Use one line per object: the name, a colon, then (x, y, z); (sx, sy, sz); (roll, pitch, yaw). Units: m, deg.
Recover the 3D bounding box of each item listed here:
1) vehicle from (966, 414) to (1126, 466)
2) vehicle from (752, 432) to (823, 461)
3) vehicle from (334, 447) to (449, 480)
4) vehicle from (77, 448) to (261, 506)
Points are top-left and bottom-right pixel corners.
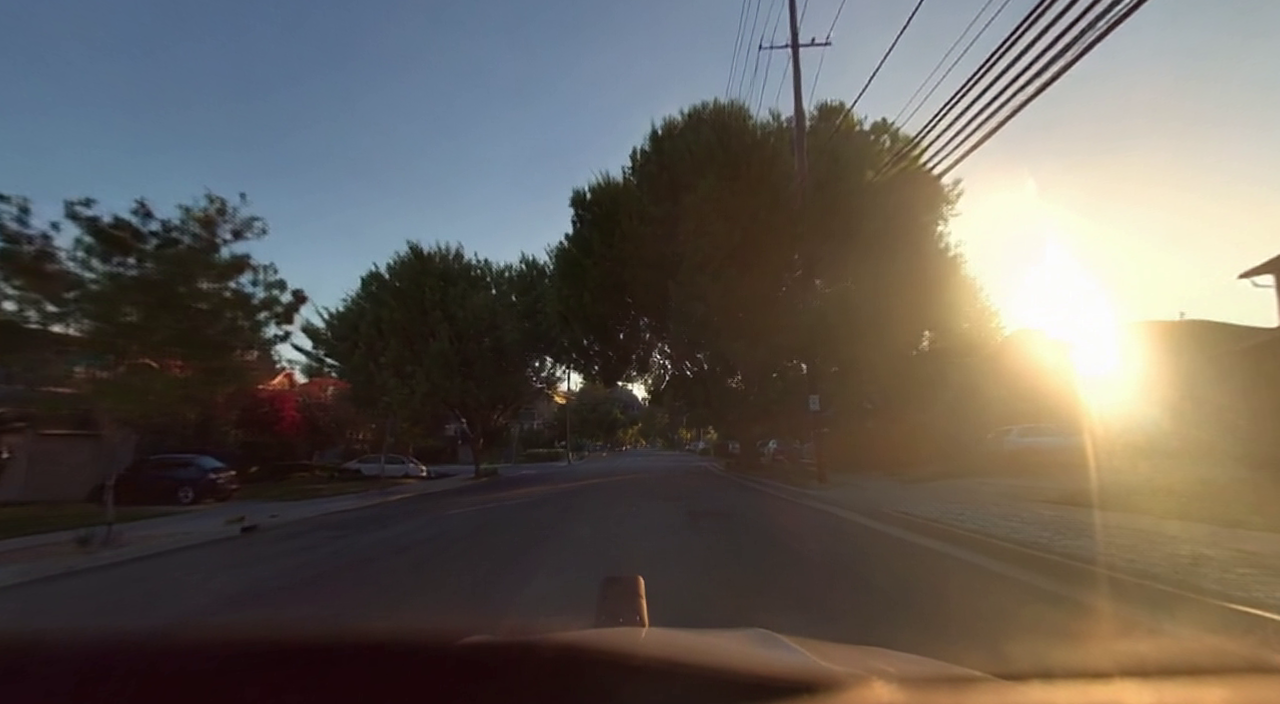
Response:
vehicle: (14.797, 3.254, 23.276); (4.373, 1.759, 2.093); (0, -9, 4)
vehicle: (10.666, 6.884, 46.007); (4.686, 1.786, 2.019); (-4, -8, 6)
vehicle: (-12.478, 5.612, 31.889); (4.893, 1.567, 2.105); (-1, -8, 6)
vehicle: (-14.950, 3.960, 20.559); (1.978, 1.586, 5.192); (0, -8, 0)
